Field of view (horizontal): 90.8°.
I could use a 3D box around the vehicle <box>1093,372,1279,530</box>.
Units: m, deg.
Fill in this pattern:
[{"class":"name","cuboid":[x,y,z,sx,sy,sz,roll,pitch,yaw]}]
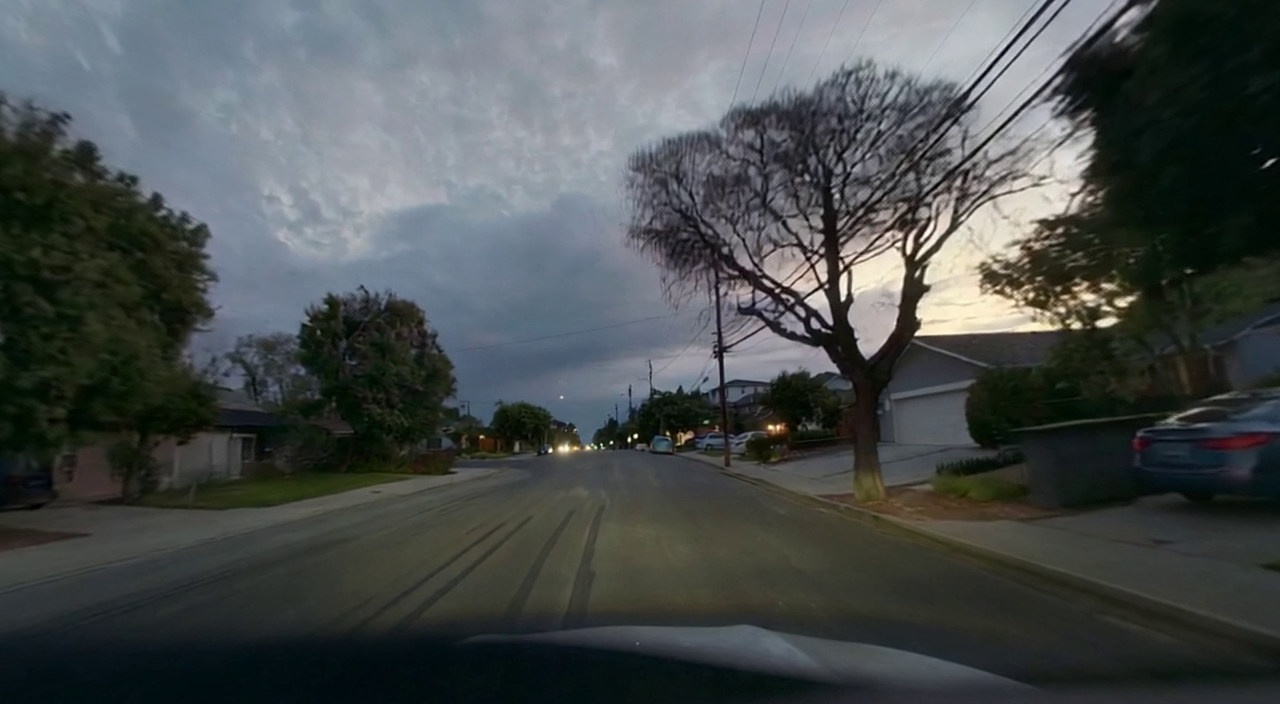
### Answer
[{"class":"vehicle","cuboid":[10.360,1.229,9.411,5.307,1.940,2.412,-5,-8,-4]}]
